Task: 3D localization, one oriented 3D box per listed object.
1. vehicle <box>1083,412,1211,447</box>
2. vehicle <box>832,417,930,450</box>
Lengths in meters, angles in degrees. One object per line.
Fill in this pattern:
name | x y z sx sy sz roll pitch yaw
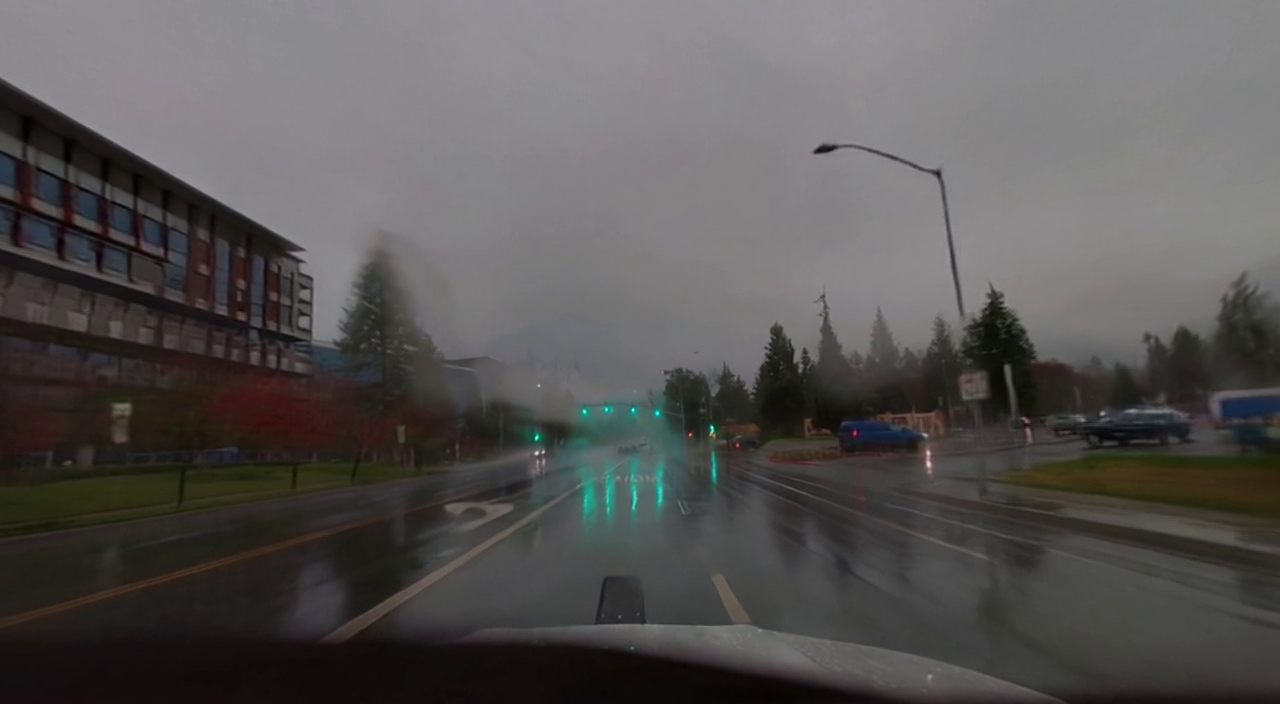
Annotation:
vehicle | 24.000 3.780 30.045 1.943 1.531 4.579 1 -9 -7
vehicle | 16.061 5.498 42.201 5.546 2.117 2.443 0 -9 0
